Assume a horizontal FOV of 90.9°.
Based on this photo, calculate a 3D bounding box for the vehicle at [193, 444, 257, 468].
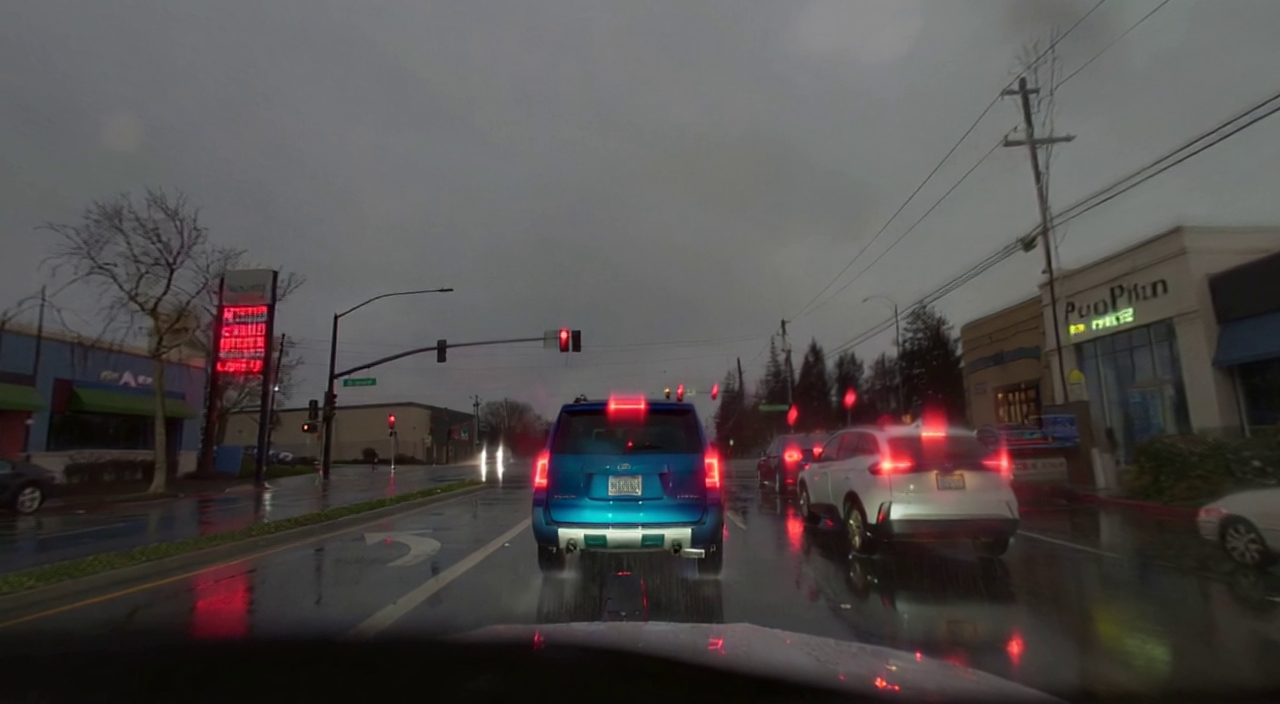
[{"bbox_3d":[-27.439,6.872,41.862,1.693,1.563,3.716,0,-8,0],"label":"vehicle"}]

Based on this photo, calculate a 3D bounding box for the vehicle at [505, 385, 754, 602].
[{"bbox_3d":[-0.004,1.537,7.689,2.154,1.861,4.280,0,-8,3],"label":"vehicle"}]

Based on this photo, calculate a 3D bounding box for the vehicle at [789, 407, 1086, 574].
[{"bbox_3d":[3.617,1.762,8.796,2.036,1.719,4.318,0,-8,0],"label":"vehicle"}]

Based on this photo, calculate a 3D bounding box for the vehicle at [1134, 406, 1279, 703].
[{"bbox_3d":[3.364,0.715,0.770,1.884,1.484,4.609,0,-8,2],"label":"vehicle"}]
